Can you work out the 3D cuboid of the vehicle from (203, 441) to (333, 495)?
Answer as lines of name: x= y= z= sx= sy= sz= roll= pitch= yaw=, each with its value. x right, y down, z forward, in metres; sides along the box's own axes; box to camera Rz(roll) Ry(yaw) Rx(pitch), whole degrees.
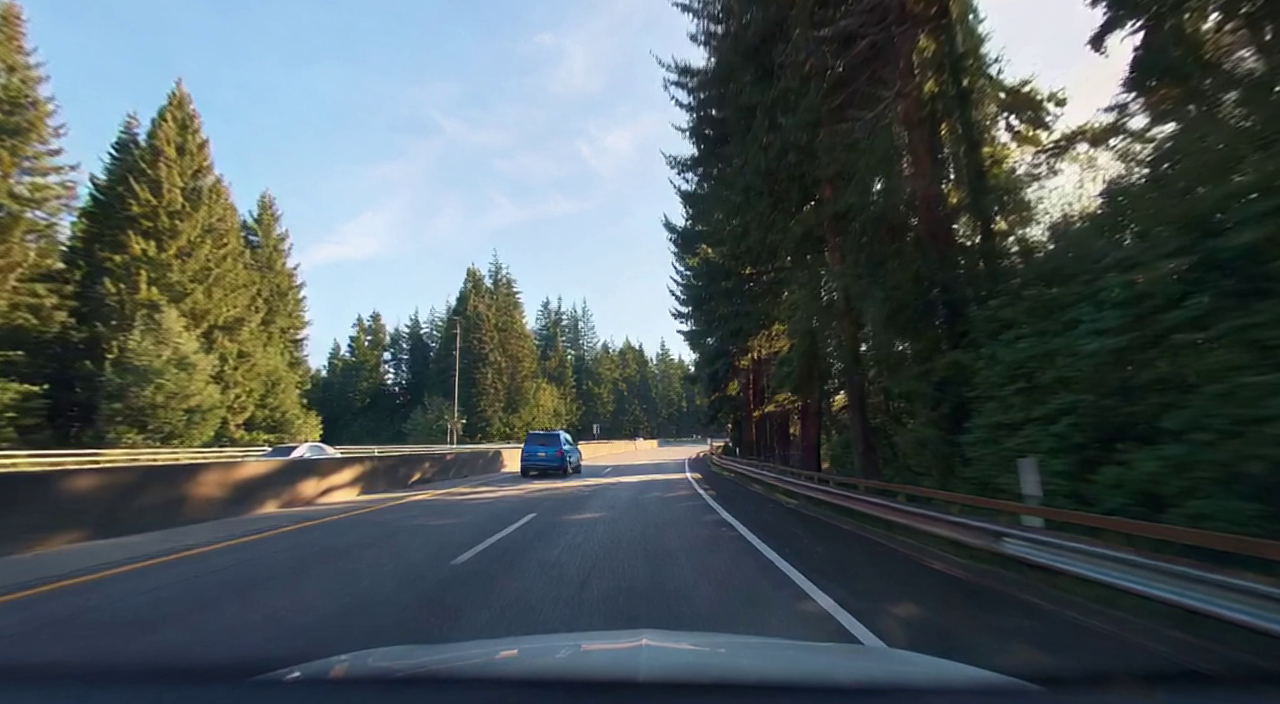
vehicle: x=-13.053 y=4.062 z=22.488 sx=1.954 sy=1.700 sz=4.211 roll=-1 pitch=-8 yaw=2

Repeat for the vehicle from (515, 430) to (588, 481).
vehicle: x=-3.281 y=3.952 z=24.316 sx=2.005 sy=1.752 sz=4.479 roll=-1 pitch=-8 yaw=2
